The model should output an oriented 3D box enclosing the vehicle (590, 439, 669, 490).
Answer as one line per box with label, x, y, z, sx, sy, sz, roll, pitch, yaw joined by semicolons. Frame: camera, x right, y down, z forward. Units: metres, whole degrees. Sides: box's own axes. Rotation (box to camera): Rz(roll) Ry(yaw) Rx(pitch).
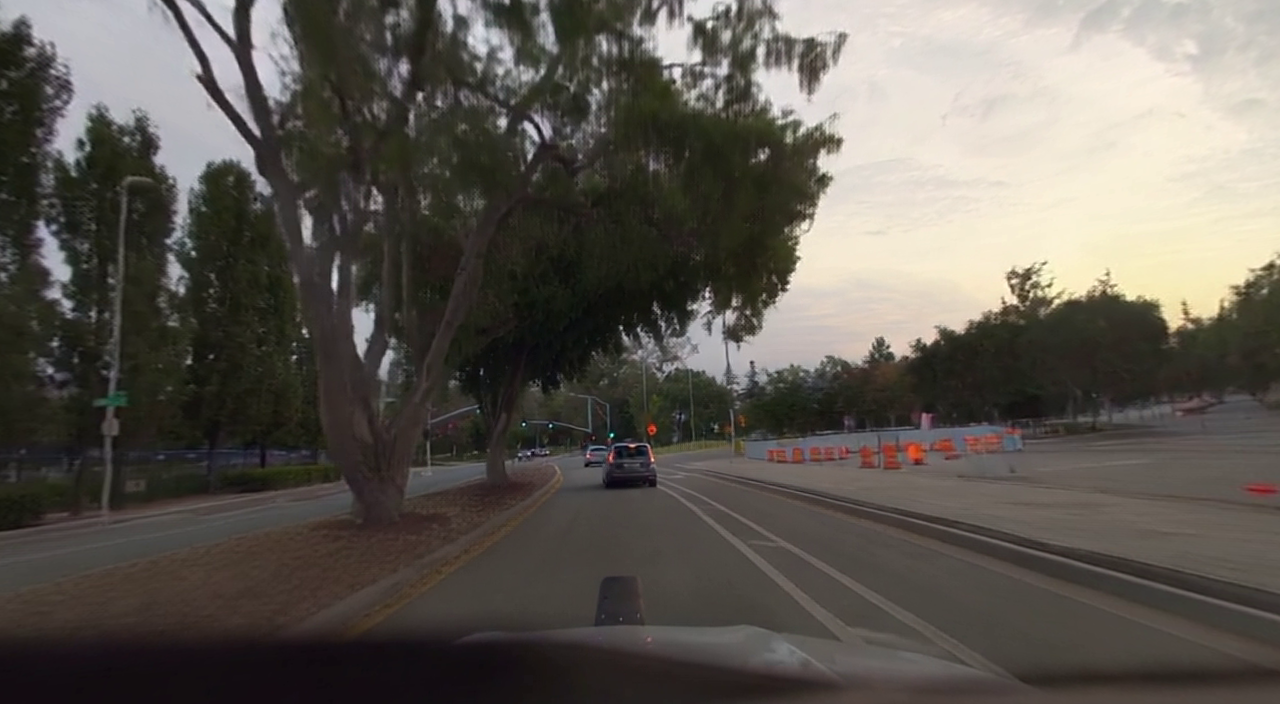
vehicle;-0.487;3.735;21.378;2.266;1.508;4.430;1;-9;-6
